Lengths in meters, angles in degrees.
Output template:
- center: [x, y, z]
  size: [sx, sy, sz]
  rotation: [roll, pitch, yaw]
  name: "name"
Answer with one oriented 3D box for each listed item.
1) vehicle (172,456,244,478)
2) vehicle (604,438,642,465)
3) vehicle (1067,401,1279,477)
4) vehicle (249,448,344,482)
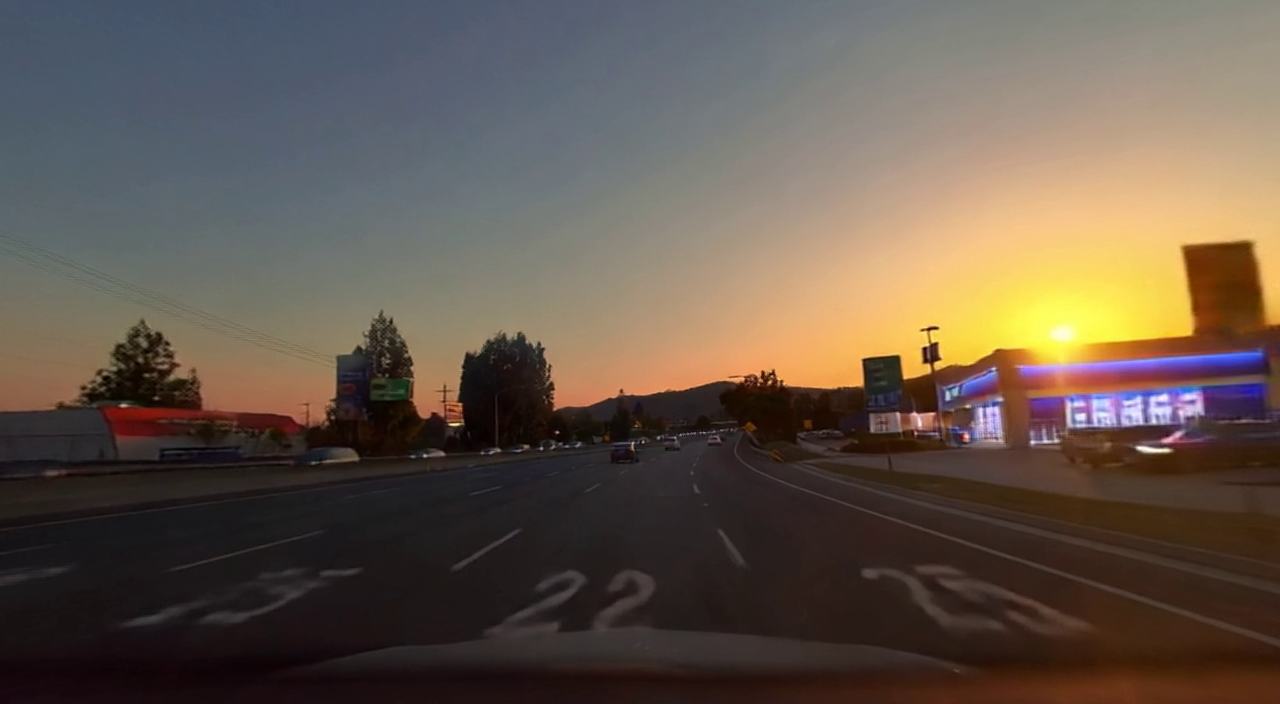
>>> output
- center: [-30.325, 8.068, 44.540]
  size: [1.809, 1.451, 4.370]
  rotation: [-1, -9, 4]
  name: "vehicle"
- center: [-1.129, 7.048, 44.813]
  size: [2.139, 1.782, 4.079]
  rotation: [-1, -9, 6]
  name: "vehicle"
- center: [17.619, 2.869, 20.488]
  size: [5.837, 2.109, 2.476]
  rotation: [-7, -11, 28]
  name: "vehicle"
- center: [-17.371, 5.702, 32.245]
  size: [1.987, 1.603, 4.577]
  rotation: [-1, -9, 4]
  name: "vehicle"
